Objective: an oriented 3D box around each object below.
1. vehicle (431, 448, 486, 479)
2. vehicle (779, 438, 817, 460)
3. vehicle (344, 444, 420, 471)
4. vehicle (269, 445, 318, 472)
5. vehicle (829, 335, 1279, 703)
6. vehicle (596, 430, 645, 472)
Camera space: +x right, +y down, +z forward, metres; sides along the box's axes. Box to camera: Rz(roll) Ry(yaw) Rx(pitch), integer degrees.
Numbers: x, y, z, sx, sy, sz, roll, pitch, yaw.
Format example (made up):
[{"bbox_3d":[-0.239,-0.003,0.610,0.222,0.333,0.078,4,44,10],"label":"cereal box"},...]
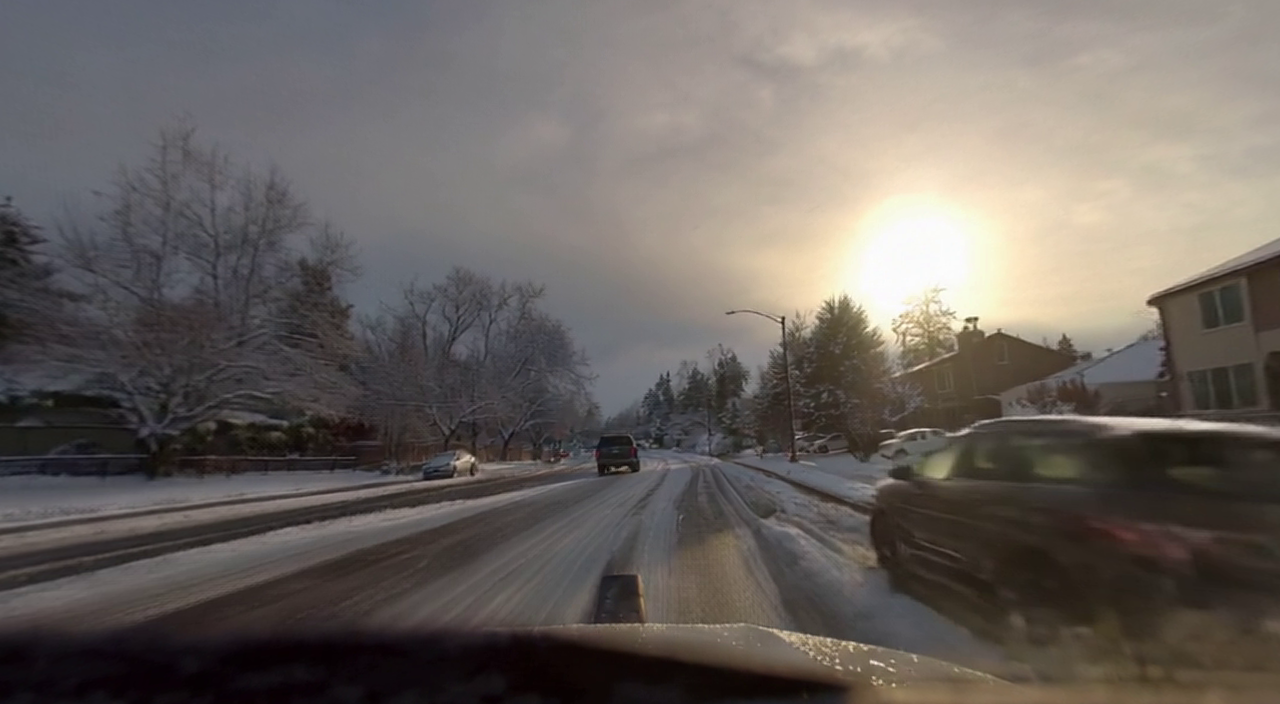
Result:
[{"bbox_3d":[-11.251,6.923,39.474,2.002,1.598,4.366,-6,-8,0],"label":"vehicle"},{"bbox_3d":[11.388,7.014,45.751,1.897,1.524,4.604,-1,-8,5],"label":"vehicle"},{"bbox_3d":[-18.399,7.584,45.194,4.549,1.814,1.944,-1,-11,-2],"label":"vehicle"},{"bbox_3d":[-22.971,7.044,42.007,1.940,1.554,4.237,3,-7,-17],"label":"vehicle"},{"bbox_3d":[3.262,1.196,4.836,2.209,1.812,5.012,0,-9,2],"label":"vehicle"},{"bbox_3d":[-0.958,5.341,34.295,2.085,2.084,5.133,-1,-9,4],"label":"vehicle"}]
